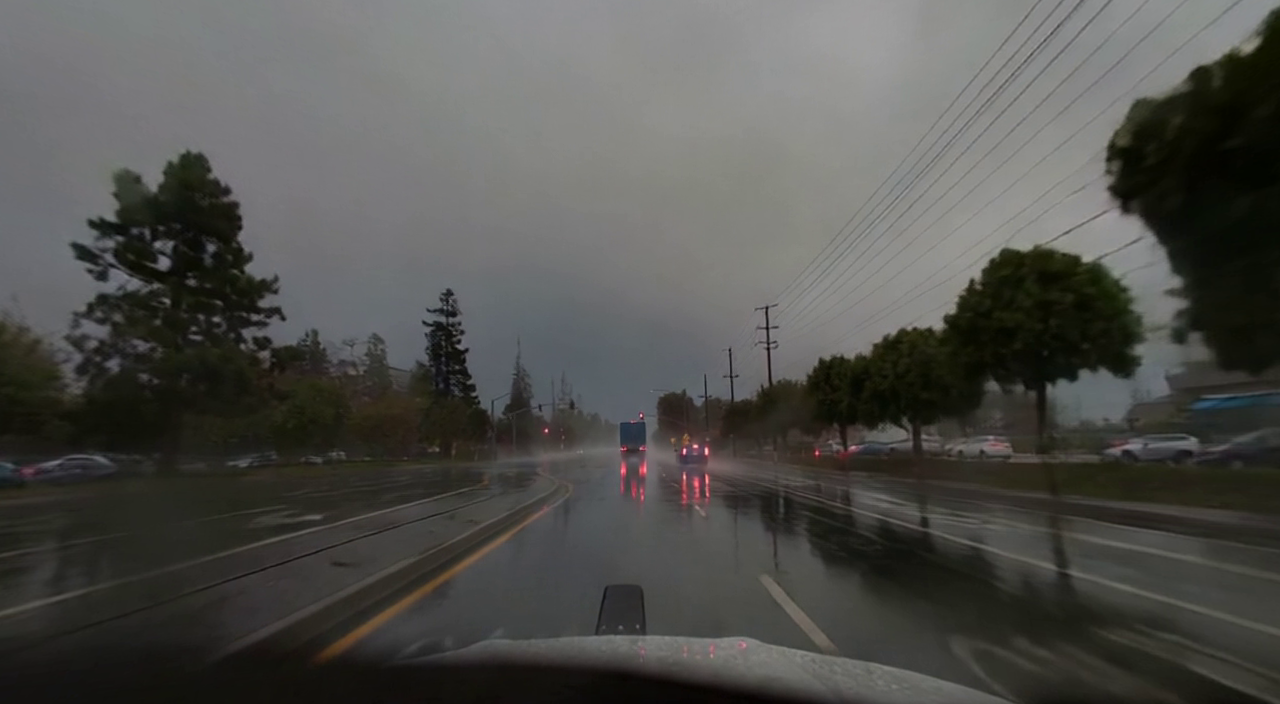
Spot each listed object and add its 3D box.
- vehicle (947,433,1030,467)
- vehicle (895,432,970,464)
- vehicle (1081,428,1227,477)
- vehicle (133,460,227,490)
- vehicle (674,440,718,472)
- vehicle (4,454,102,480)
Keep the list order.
[{"bbox_3d":[20.476,5.826,37.402,1.993,1.854,5.008,0,-9,-1],"label":"vehicle"},{"bbox_3d":[20.514,6.812,44.701,2.529,2.086,5.902,0,-9,1],"label":"vehicle"},{"bbox_3d":[20.170,3.987,25.109,1.939,1.753,4.469,0,-9,0],"label":"vehicle"},{"bbox_3d":[-26.177,6.993,36.198,1.883,1.482,4.779,0,-9,-2],"label":"vehicle"},{"bbox_3d":[3.224,6.136,37.405,2.086,1.803,4.607,0,-9,-1],"label":"vehicle"},{"bbox_3d":[-39.398,7.710,42.500,4.470,1.657,2.028,0,-9,-1],"label":"vehicle"}]
